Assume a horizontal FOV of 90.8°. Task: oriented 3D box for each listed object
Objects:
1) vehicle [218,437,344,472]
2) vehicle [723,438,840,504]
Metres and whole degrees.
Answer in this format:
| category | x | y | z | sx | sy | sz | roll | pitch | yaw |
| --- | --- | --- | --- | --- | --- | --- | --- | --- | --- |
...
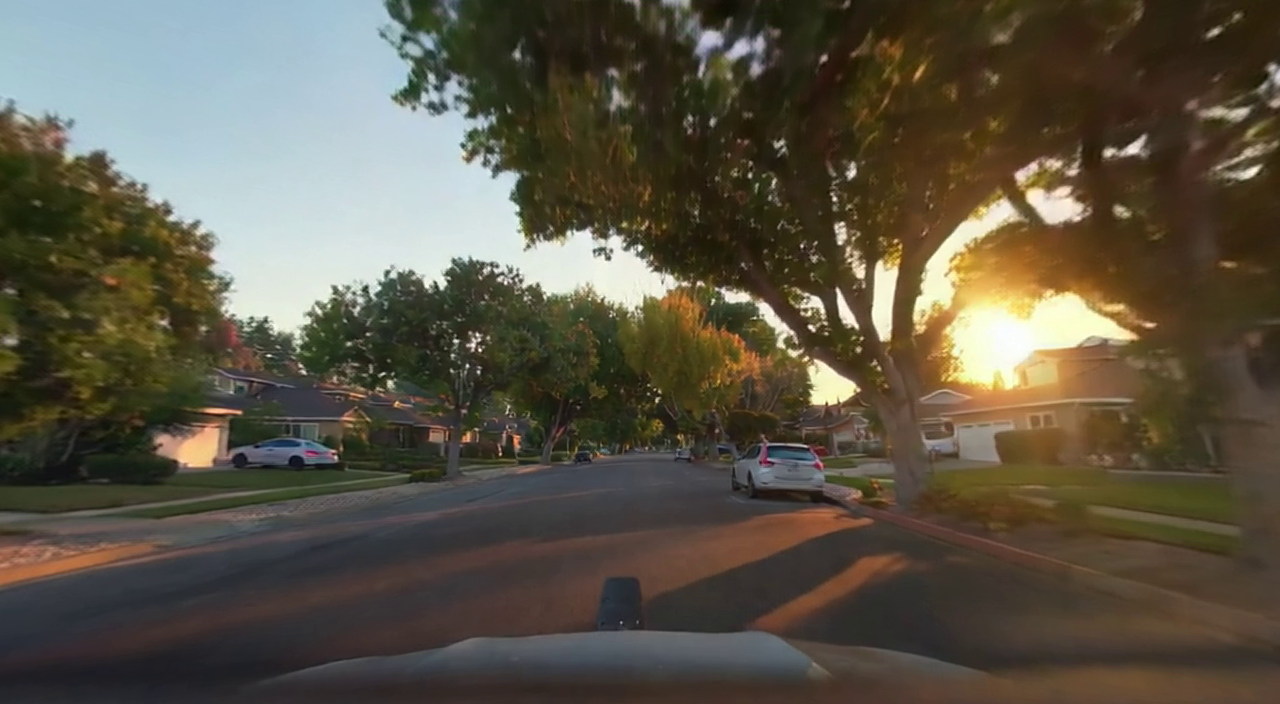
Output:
| category | x | y | z | sx | sy | sz | roll | pitch | yaw |
| --- | --- | --- | --- | --- | --- | --- | --- | --- | --- |
| vehicle | -16.783 | 4.817 | 29.738 | 4.607 | 1.573 | 2.058 | 1 | -9 | -4 |
| vehicle | 3.796 | 3.295 | 17.925 | 2.136 | 1.596 | 4.790 | 0 | -9 | -1 |
